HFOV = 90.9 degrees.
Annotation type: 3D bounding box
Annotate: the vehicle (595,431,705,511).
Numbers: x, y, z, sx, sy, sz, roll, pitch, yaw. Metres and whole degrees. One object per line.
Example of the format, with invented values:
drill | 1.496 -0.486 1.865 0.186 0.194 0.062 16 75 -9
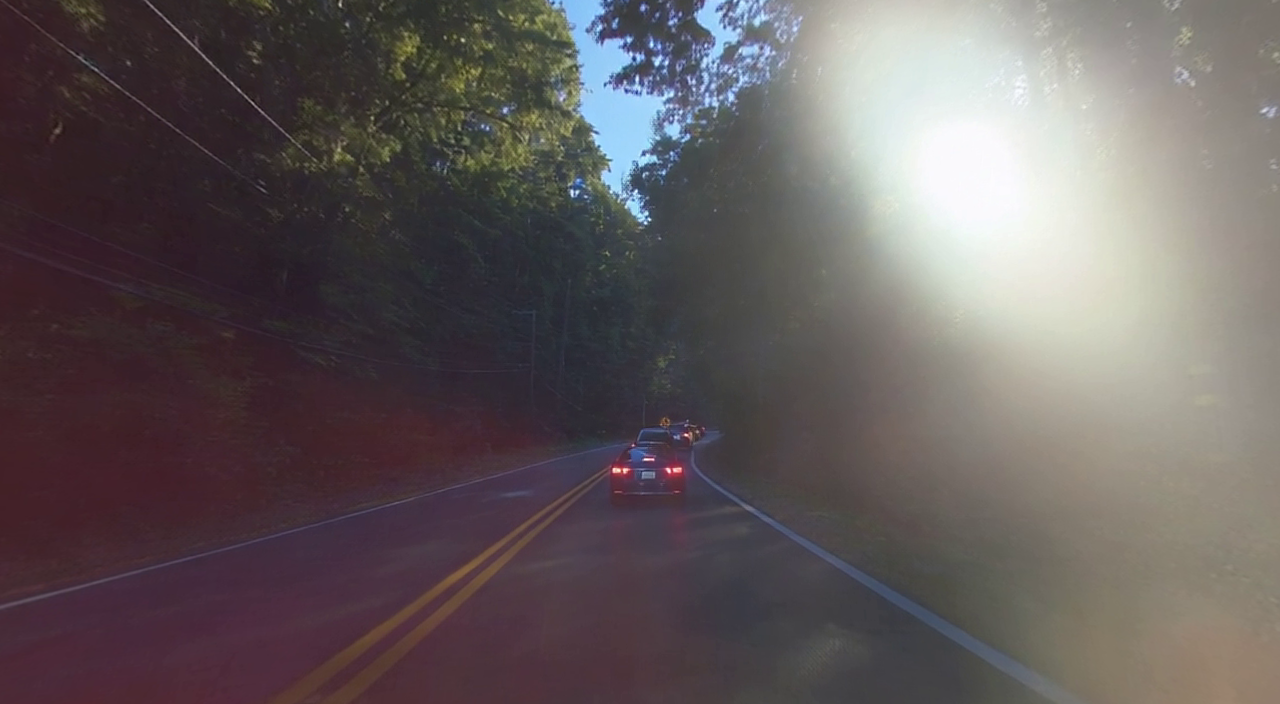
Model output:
vehicle | 0.168 2.541 13.916 2.081 1.503 3.726 0 -8 -1
